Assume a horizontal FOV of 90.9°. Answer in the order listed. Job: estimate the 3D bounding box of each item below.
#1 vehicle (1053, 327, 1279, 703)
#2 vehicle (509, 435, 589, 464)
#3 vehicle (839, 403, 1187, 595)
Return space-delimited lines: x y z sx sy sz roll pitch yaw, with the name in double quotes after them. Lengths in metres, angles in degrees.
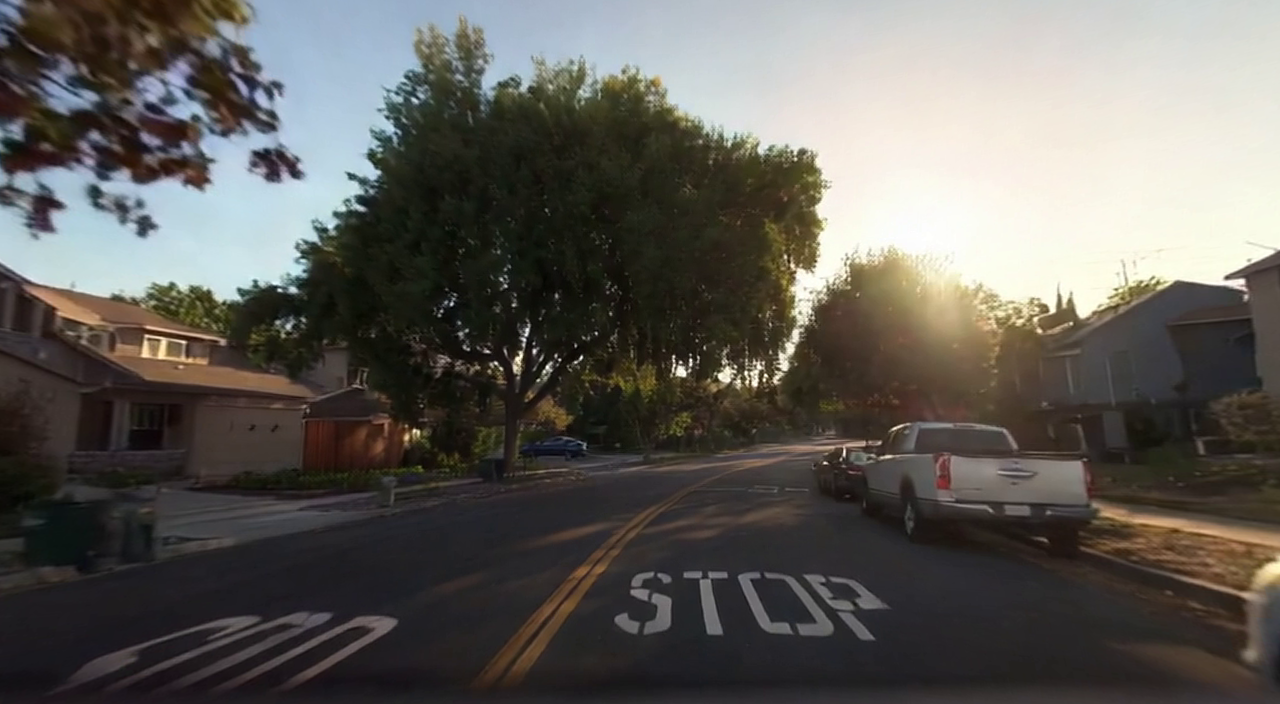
3.301 0.561 0.729 2.692 1.649 4.689 -1 -9 4 "vehicle"
-5.968 6.428 41.443 4.870 1.813 1.910 -3 -9 15 "vehicle"
4.190 1.708 8.292 2.303 1.733 4.687 -2 -9 9 "vehicle"
